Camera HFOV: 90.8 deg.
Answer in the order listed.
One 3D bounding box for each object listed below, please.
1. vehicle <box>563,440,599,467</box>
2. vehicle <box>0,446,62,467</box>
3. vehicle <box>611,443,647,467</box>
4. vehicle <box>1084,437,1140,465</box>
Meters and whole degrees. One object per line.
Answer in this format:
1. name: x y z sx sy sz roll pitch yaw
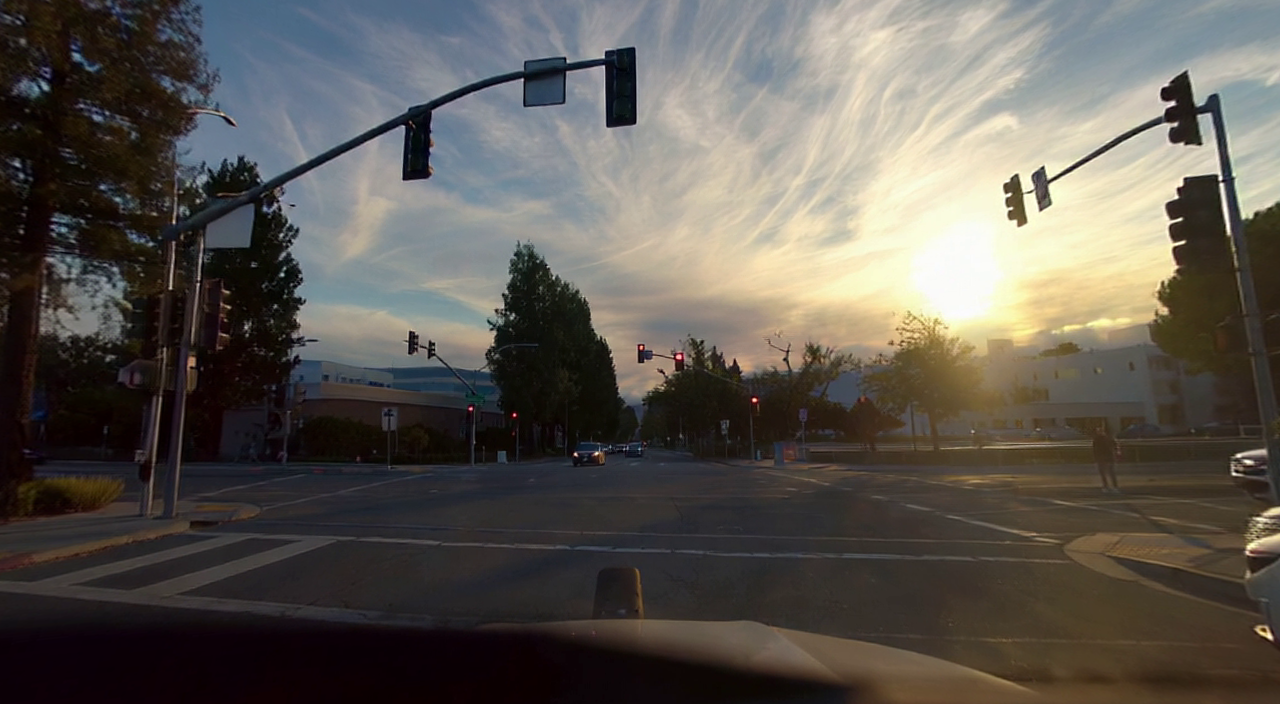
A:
1. vehicle: -4.061 7.105 44.308 2.251 1.756 4.610 0 -9 -2
2. vehicle: -42.199 7.094 42.973 4.628 1.414 1.897 -2 -9 14
3. vehicle: -0.803 6.830 41.992 2.056 1.492 3.937 1 -9 -6
4. vehicle: 27.015 5.655 36.114 2.092 1.474 4.046 -8 -11 41
